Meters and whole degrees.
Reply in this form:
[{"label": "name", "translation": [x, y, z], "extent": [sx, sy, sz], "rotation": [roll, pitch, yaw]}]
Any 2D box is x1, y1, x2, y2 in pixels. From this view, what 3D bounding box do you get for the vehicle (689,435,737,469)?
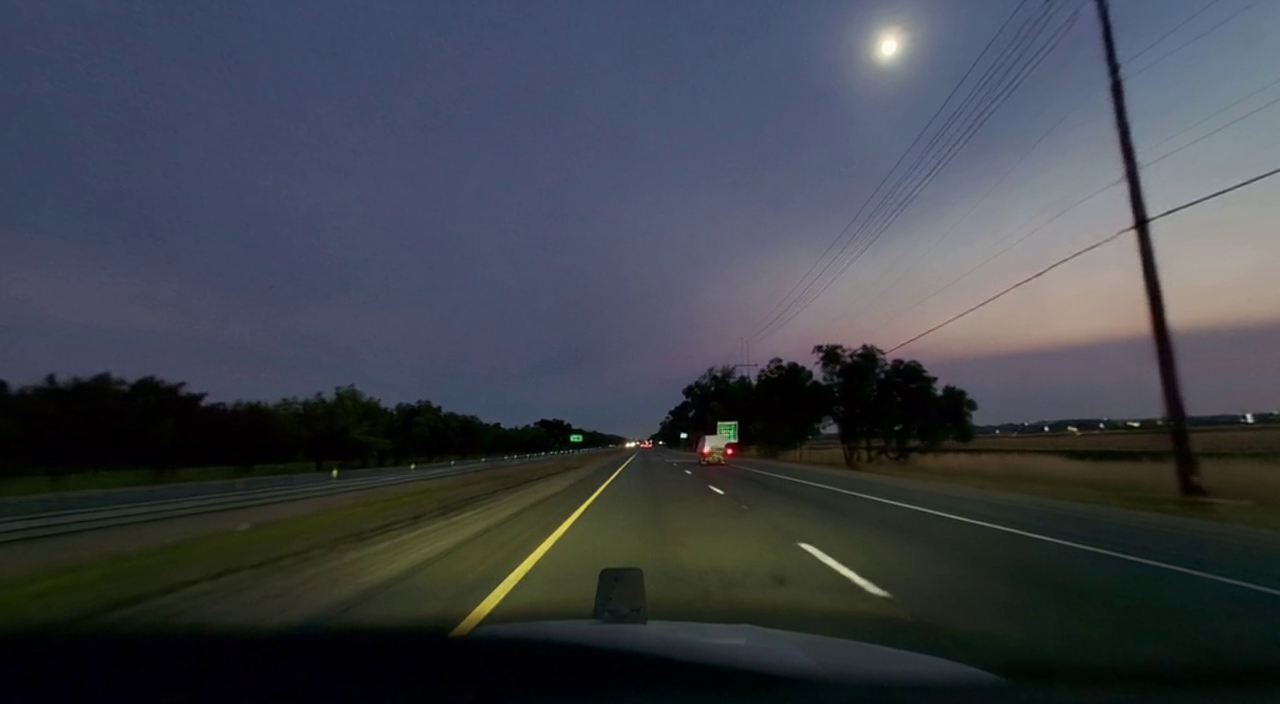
[{"label": "vehicle", "translation": [4.323, 6.029, 38.037], "extent": [2.228, 1.852, 5.449], "rotation": [0, -8, 0]}]
